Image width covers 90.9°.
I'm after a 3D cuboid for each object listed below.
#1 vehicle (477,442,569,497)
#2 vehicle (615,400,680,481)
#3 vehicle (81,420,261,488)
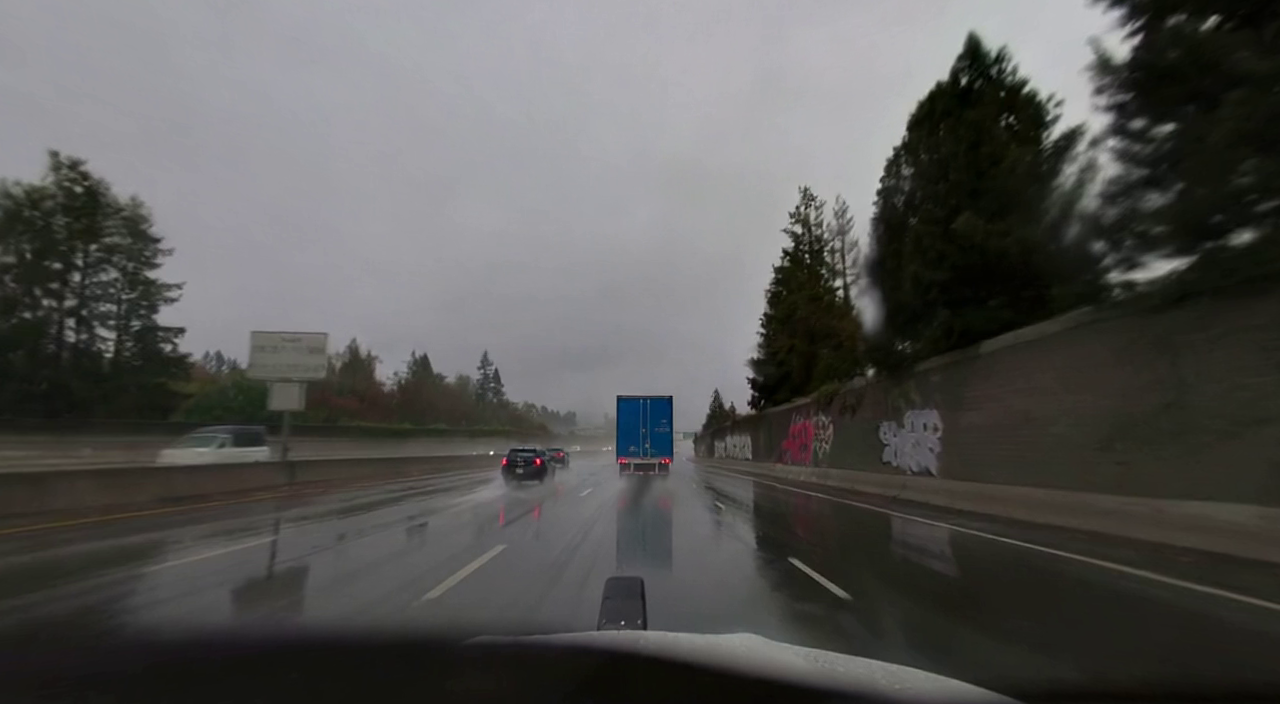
[{"bbox_3d":[-3.468,3.580,19.541,2.020,1.505,4.171,0,-9,1],"label":"vehicle"},{"bbox_3d":[0.220,4.792,33.677,2.915,3.661,9.741,0,-9,-1],"label":"vehicle"},{"bbox_3d":[-17.789,3.950,24.520,2.348,2.266,6.059,0,-9,-1],"label":"vehicle"}]
